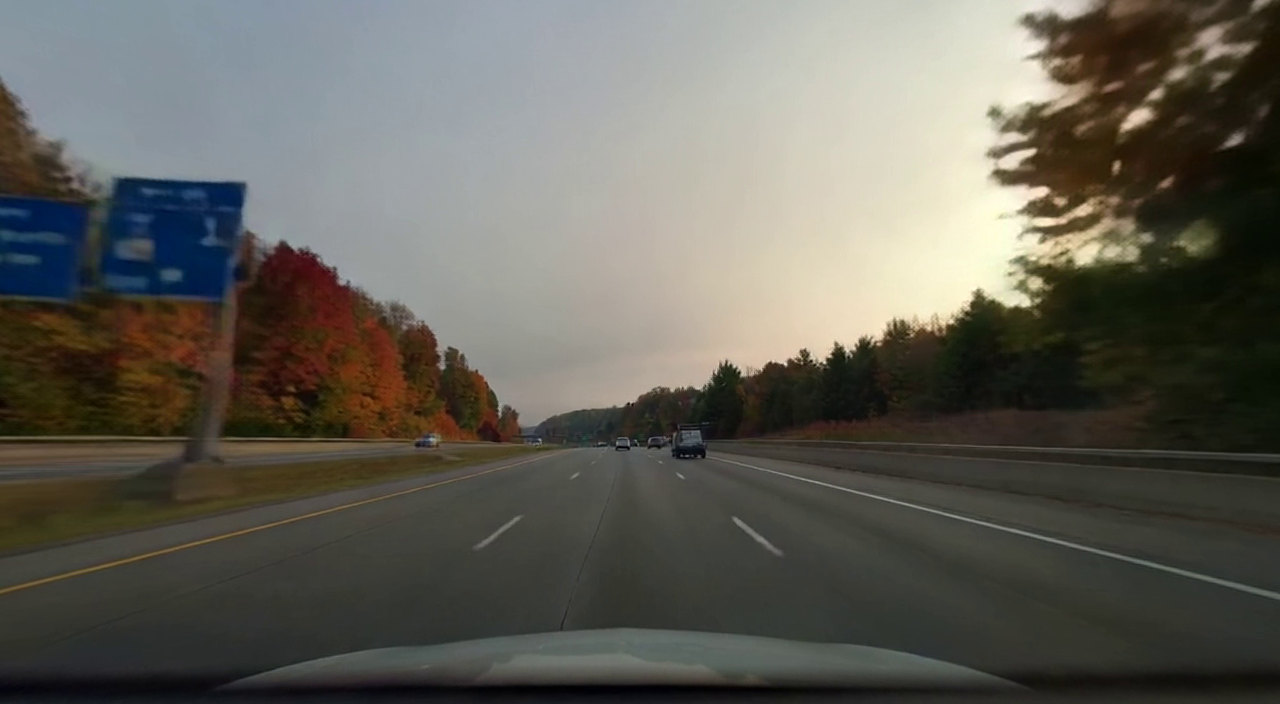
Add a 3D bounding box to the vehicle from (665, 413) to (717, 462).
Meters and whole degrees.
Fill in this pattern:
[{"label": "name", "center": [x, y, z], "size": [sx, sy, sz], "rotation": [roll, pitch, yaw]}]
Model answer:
[{"label": "vehicle", "center": [2.878, 5.023, 36.946], "size": [2.411, 2.614, 5.781], "rotation": [0, -8, -1]}]
